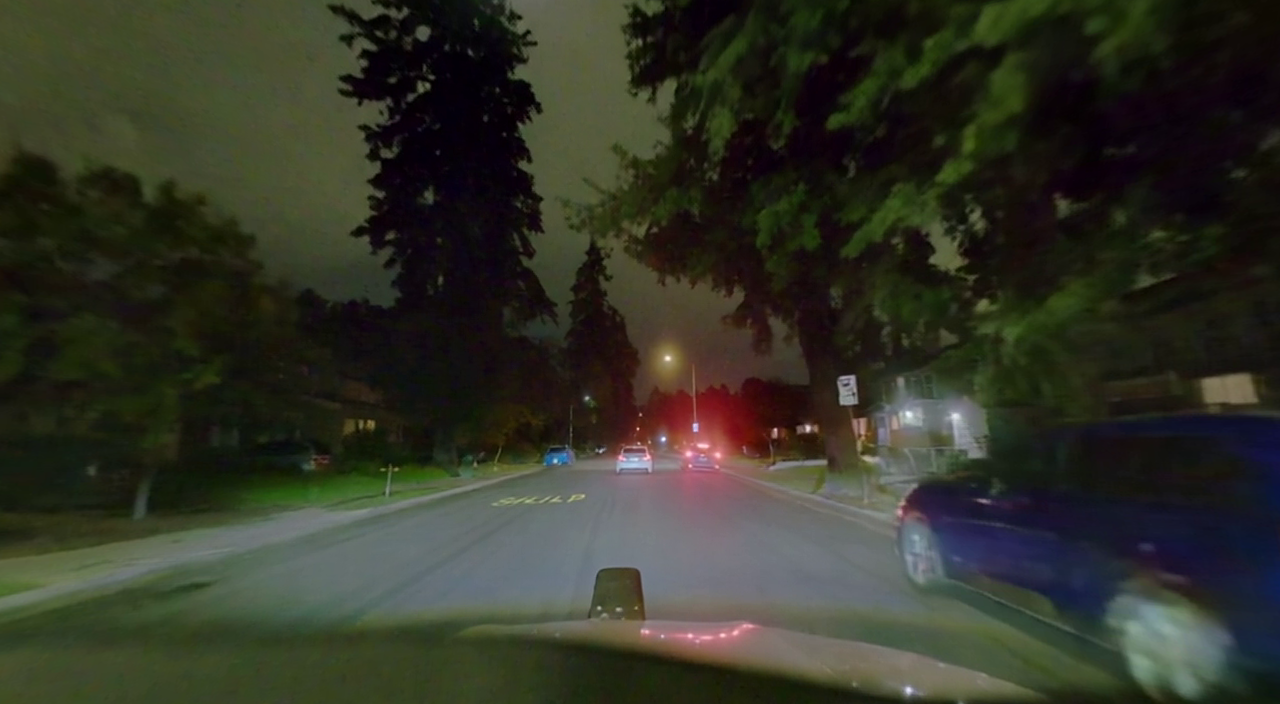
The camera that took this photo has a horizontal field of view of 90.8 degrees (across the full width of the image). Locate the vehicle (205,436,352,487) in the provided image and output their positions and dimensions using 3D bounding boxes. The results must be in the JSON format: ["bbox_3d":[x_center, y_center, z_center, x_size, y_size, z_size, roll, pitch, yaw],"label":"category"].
[{"bbox_3d":[-13.453,4.076,23.725,4.253,1.772,1.980,0,-8,-3],"label":"vehicle"}]

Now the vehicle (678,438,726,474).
[{"bbox_3d":[3.128,5.367,32.859,1.978,1.690,4.306,0,-8,-1],"label":"vehicle"}]

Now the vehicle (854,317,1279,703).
[{"bbox_3d":[3.464,1.025,4.041,2.135,1.809,5.682,0,-8,-1],"label":"vehicle"}]

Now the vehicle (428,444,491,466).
[{"bbox_3d":[-13.390,7.658,47.027,4.129,1.523,1.839,0,-8,0],"label":"vehicle"}]

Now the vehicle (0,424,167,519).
[{"bbox_3d":[-13.309,2.505,13.402,4.836,1.831,1.982,0,-8,-2],"label":"vehicle"}]

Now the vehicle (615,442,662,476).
[{"bbox_3d":[-0.071,4.918,29.294,2.000,1.449,4.006,0,-8,0],"label":"vehicle"}]

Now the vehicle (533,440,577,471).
[{"bbox_3d":[-5.649,6.936,42.543,2.126,1.816,4.796,-3,-8,1],"label":"vehicle"}]
